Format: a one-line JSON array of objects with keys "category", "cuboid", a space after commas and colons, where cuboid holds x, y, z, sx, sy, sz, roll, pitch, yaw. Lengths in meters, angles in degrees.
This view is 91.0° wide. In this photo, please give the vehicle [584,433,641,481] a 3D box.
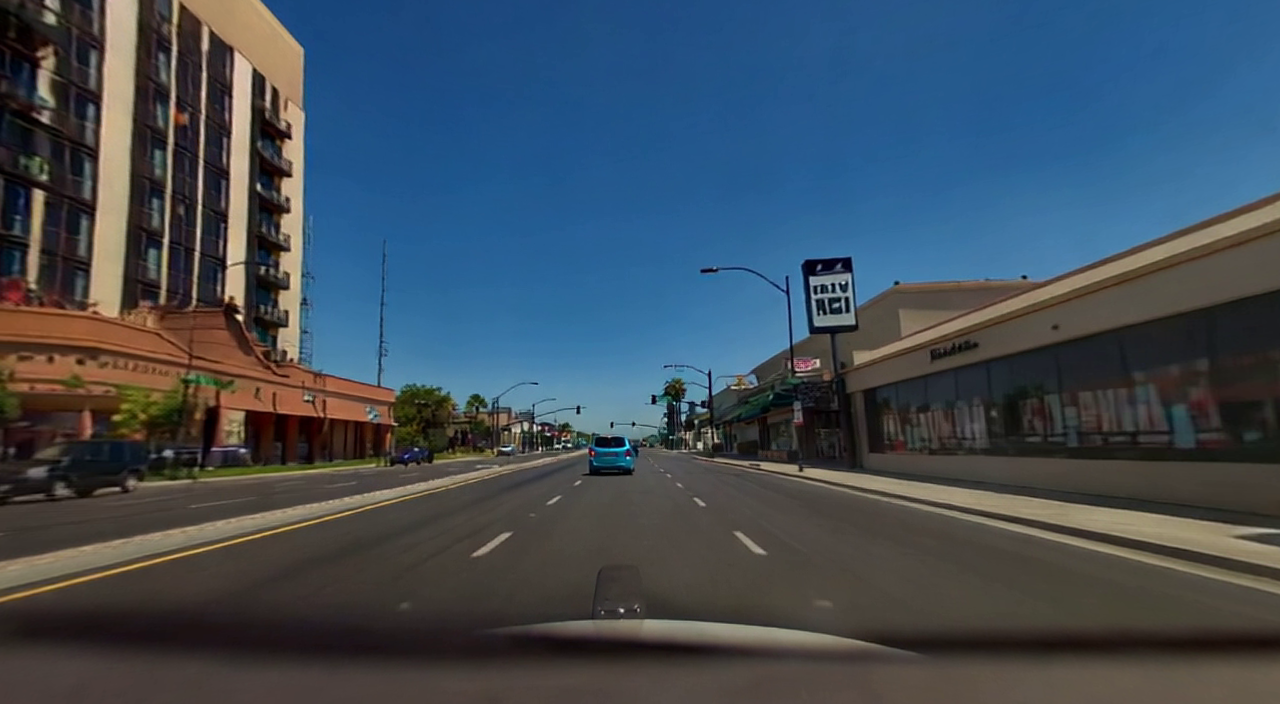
[{"category": "vehicle", "cuboid": [-1.002, 4.122, 24.987, 2.080, 1.722, 3.766, 0, -8, 0]}]

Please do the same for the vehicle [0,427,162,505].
[{"category": "vehicle", "cuboid": [-17.953, 3.494, 19.761, 2.112, 2.138, 4.888, 0, -8, -2]}]
